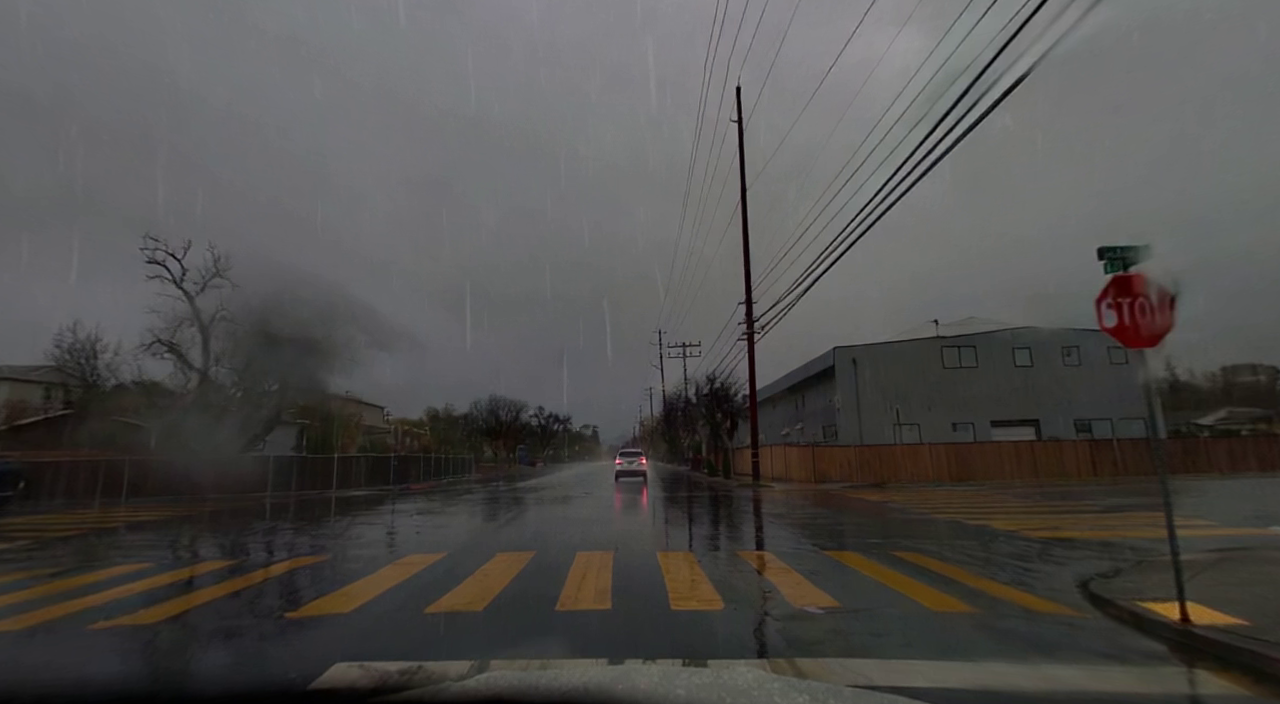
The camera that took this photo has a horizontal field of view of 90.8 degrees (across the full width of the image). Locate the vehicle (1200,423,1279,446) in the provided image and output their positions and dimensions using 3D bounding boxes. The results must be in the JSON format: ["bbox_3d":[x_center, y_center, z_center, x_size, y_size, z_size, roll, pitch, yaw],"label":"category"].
[{"bbox_3d":[44.578,6.056,46.282,2.251,1.596,5.193,-1,-8,0],"label":"vehicle"}]

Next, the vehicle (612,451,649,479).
[{"bbox_3d":[-0.492,6.630,37.287,2.064,1.477,3.968,0,-9,1],"label":"vehicle"}]
